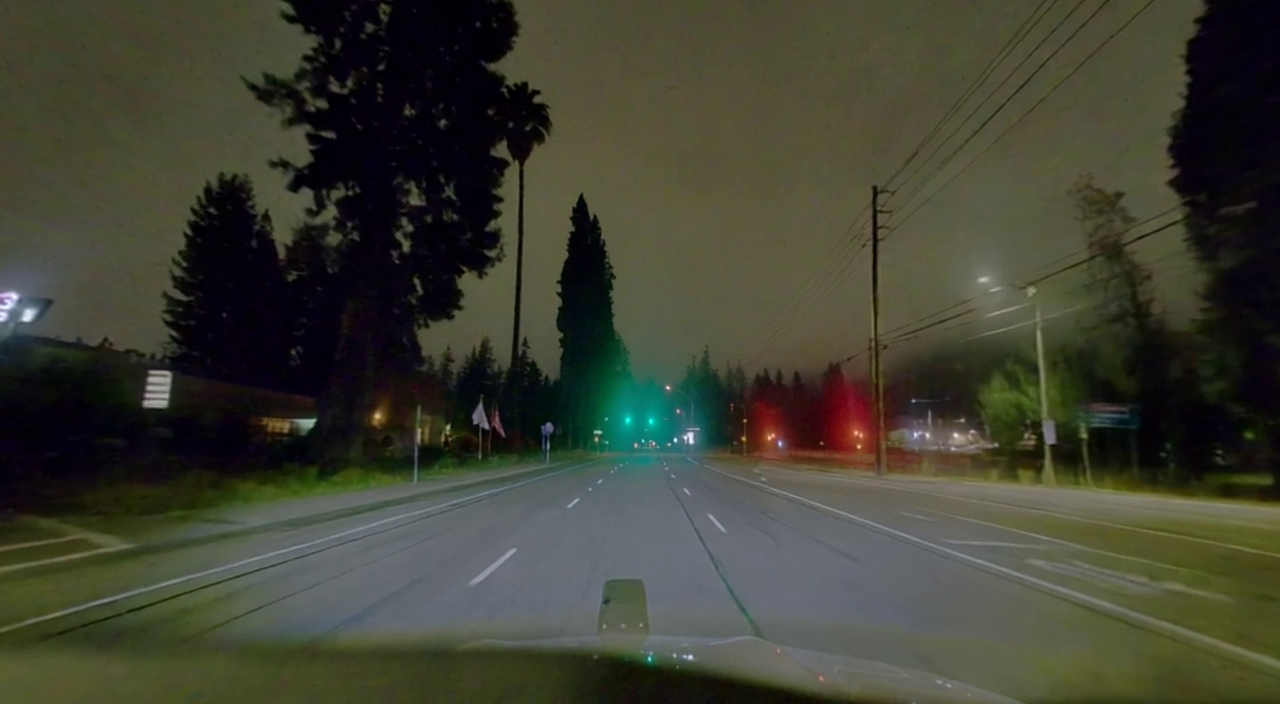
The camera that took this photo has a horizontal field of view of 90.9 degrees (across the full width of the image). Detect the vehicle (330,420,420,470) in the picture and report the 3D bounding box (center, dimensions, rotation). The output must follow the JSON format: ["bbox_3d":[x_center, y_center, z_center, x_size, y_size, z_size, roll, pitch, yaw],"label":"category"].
[{"bbox_3d":[-13.064,4.650,31.623,2.476,2.256,5.686,0,-8,-5],"label":"vehicle"}]
